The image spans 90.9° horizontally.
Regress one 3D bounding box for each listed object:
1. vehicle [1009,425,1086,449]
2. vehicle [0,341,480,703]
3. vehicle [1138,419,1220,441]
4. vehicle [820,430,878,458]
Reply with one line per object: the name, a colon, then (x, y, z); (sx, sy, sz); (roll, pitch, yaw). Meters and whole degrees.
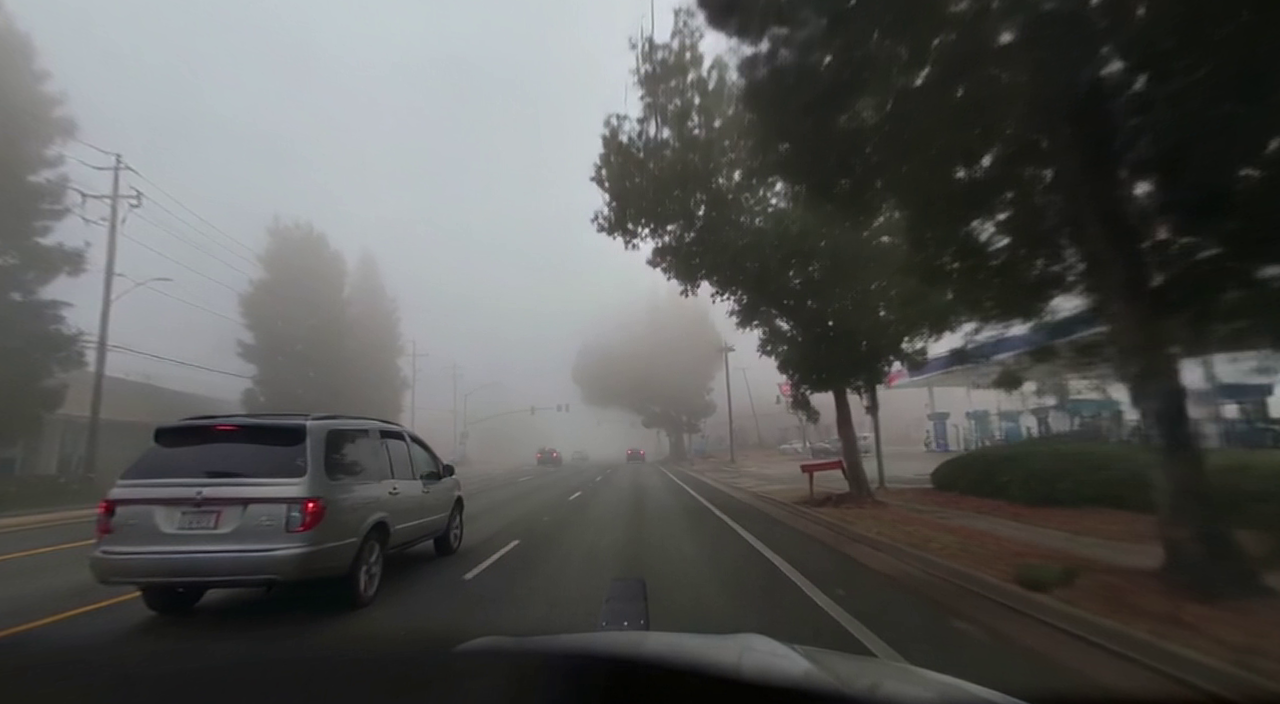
vehicle: (30.817, 6.480, 47.714); (4.459, 1.605, 1.883); (-10, -12, 44)
vehicle: (-3.107, 1.211, 5.368); (2.190, 1.844, 4.751); (0, -9, 1)
vehicle: (41.549, 6.061, 48.657); (4.630, 1.529, 1.759); (-8, -10, 42)
vehicle: (15.829, 7.070, 48.106); (2.178, 1.911, 5.852); (-2, -9, -2)
